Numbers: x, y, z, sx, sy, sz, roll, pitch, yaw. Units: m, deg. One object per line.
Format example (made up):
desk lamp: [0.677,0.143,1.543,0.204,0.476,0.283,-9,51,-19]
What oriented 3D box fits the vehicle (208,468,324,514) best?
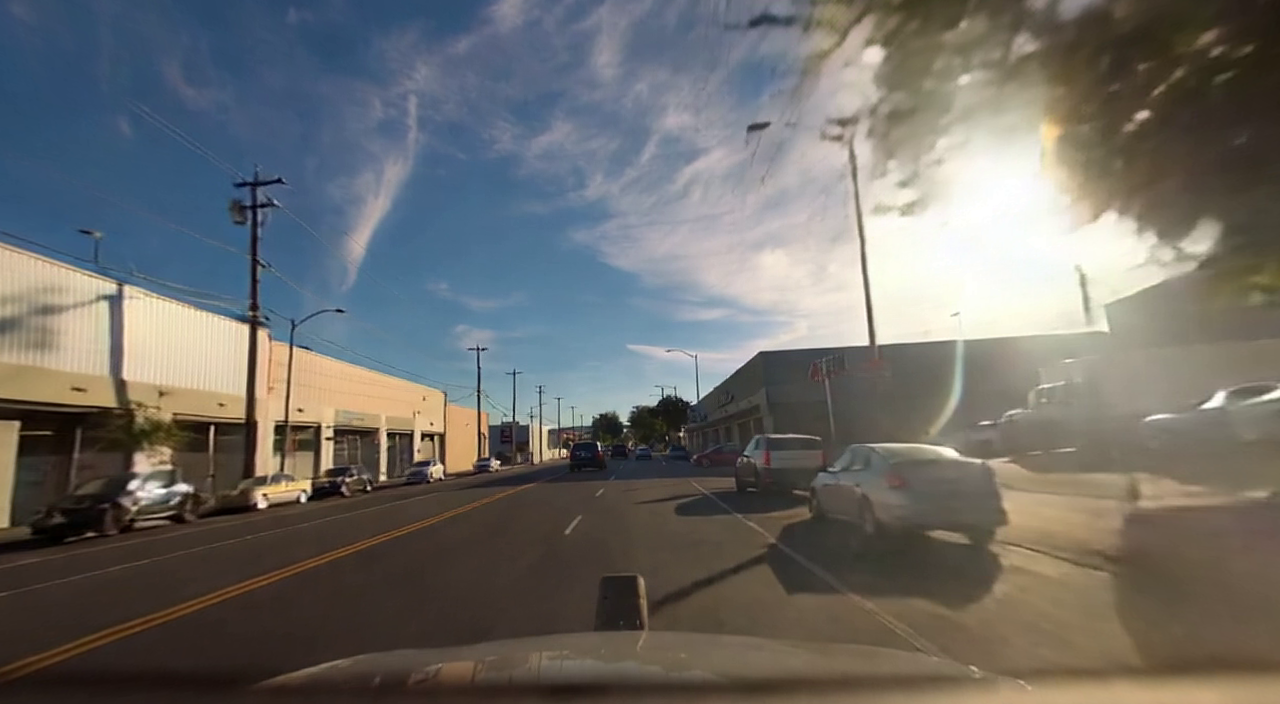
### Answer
vehicle: [-15.159,5.631,25.923,2.049,1.496,4.338,-1,-8,1]

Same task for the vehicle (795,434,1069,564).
vehicle: [3.899,2.028,9.533,1.862,1.451,4.544,0,-9,-1]

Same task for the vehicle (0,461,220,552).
vehicle: [-15.307,4.385,18.658,2.124,1.835,5.450,-6,-7,0]

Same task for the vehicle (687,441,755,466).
vehicle: [5.519,6.945,43.251,4.474,1.632,2.234,-1,-9,5]

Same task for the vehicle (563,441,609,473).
vehicle: [-3.232,6.465,39.180,2.348,1.831,4.737,0,-9,1]

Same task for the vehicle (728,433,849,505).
vehicle: [3.838,3.140,17.496,2.048,1.658,5.559,0,-9,0]

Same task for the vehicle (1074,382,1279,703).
vehicle: [3.952,0.815,2.107,2.149,1.563,3.880,0,-9,-2]

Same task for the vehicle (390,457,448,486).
vehicle: [-15.223,8.231,43.896,1.966,1.760,5.423,-1,-8,1]

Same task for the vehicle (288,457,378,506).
vehicle: [-15.156,6.366,31.494,2.081,1.791,4.799,-6,-7,-1]
